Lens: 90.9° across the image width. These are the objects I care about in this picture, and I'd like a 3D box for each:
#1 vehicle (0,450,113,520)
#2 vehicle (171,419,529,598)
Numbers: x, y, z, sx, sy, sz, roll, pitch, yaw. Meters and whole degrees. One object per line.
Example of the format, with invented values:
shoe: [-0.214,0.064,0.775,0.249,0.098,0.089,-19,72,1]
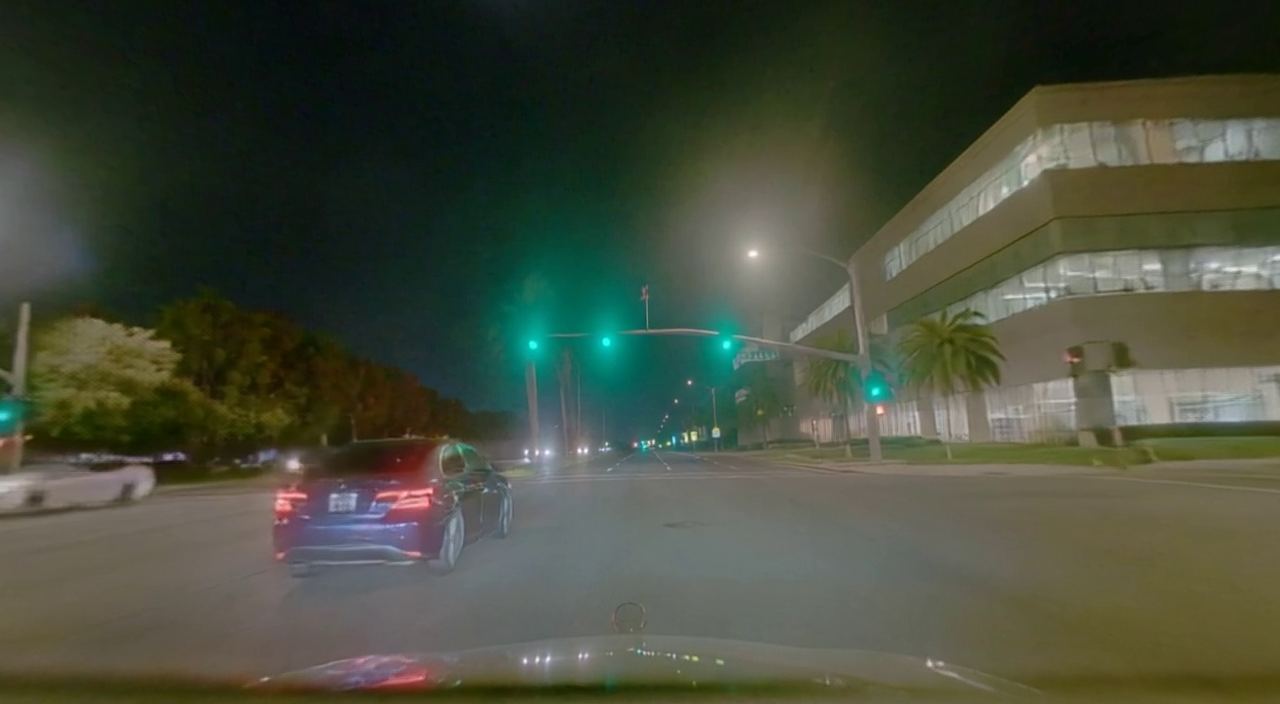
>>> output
vehicle: [-18.073,3.707,17.816,2.180,1.802,4.773,0,-8,0]
vehicle: [-2.968,1.718,7.974,2.162,1.549,4.795,0,-8,1]
